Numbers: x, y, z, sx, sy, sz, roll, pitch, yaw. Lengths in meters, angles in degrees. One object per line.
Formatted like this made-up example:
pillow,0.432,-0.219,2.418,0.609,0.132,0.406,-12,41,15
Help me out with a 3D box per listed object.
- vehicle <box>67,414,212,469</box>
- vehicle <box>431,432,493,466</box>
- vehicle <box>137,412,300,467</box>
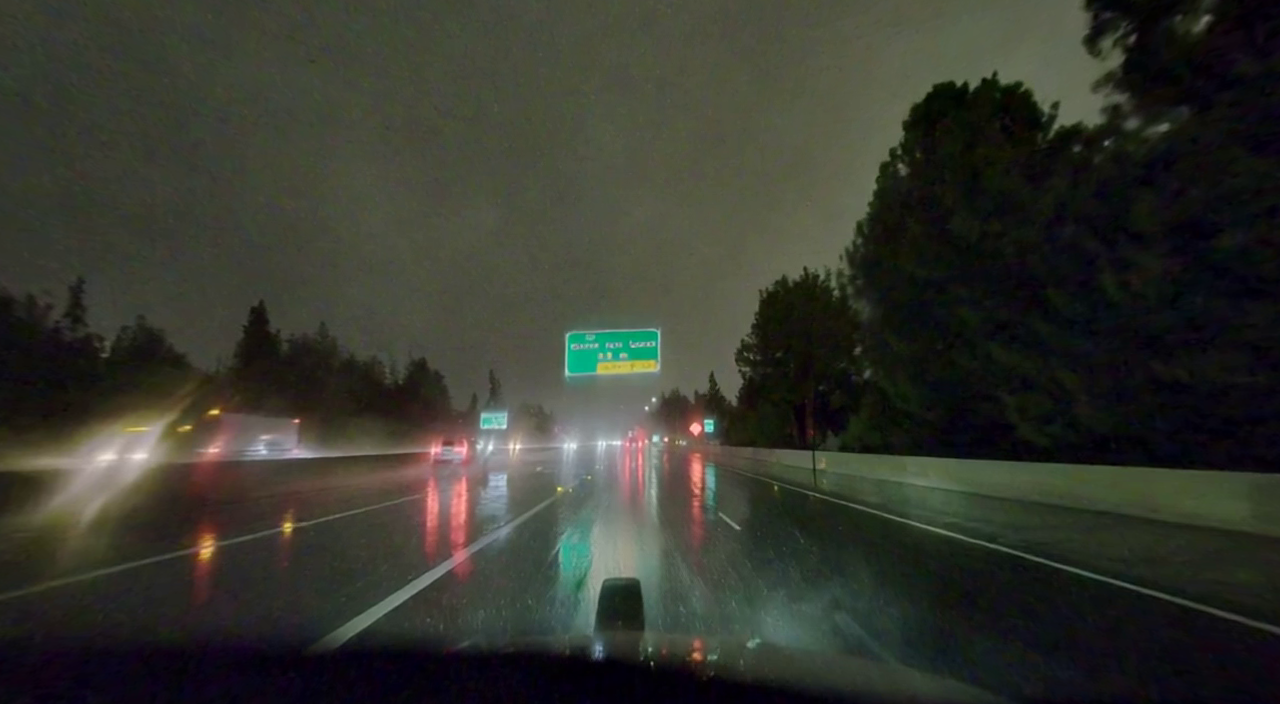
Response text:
vehicle,-29.279,5.334,37.417,2.959,2.955,6.625,0,-9,1
vehicle,-10.861,5.956,39.016,2.270,1.936,5.190,0,-8,1
vehicle,-29.314,6.311,45.172,2.739,3.327,12.941,0,-8,0
